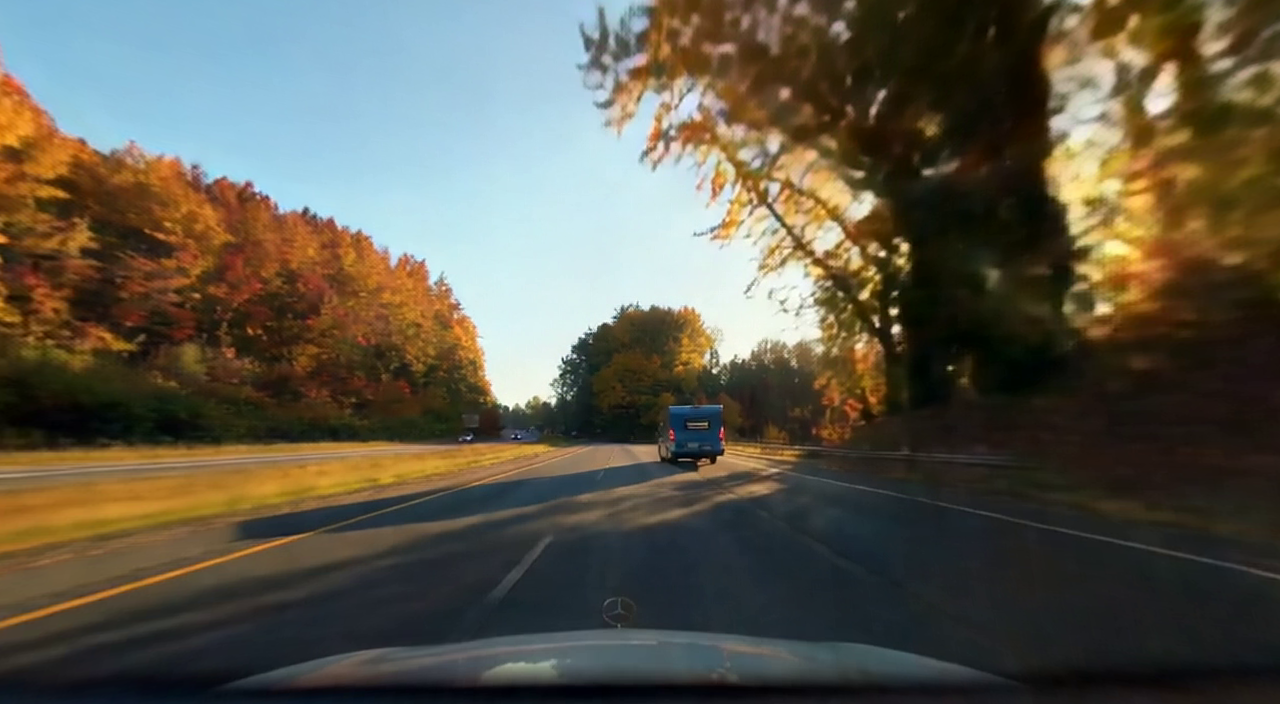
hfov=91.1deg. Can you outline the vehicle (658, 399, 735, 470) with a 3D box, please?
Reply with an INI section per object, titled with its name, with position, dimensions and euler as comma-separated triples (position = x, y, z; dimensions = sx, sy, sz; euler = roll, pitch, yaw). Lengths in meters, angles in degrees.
[vehicle]
position = 2.414, 3.879, 29.439
dimensions = 2.815, 2.876, 7.101
euler = 0, -8, -1
